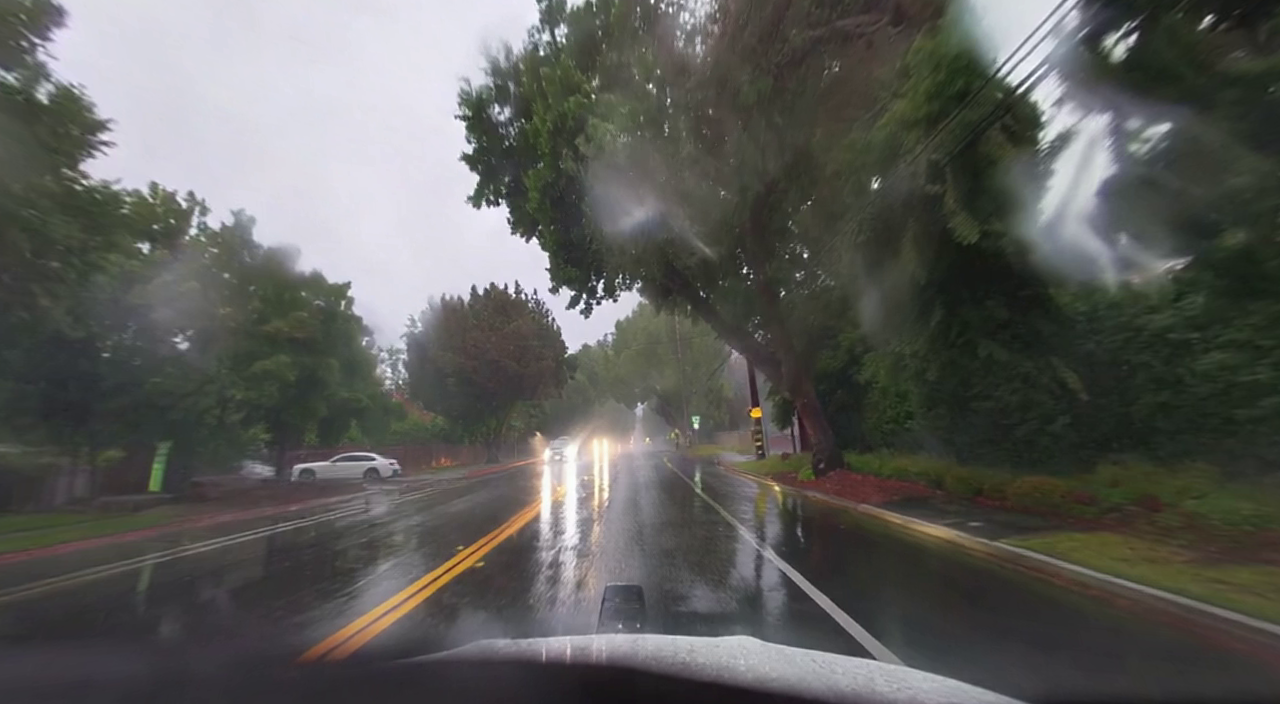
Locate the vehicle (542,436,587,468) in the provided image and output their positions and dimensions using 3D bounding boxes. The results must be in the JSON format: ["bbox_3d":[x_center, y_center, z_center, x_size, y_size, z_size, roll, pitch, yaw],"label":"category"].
[{"bbox_3d":[-4.296,5.760,36.565,2.008,1.730,4.243,-1,-8,1],"label":"vehicle"}]

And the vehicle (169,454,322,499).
[{"bbox_3d":[-15.547,4.918,25.135,4.641,1.636,1.983,0,-9,-5],"label":"vehicle"}]

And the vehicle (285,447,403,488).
[{"bbox_3d":[-14.111,5.533,30.325,4.653,1.842,1.992,-1,-9,4],"label":"vehicle"}]
